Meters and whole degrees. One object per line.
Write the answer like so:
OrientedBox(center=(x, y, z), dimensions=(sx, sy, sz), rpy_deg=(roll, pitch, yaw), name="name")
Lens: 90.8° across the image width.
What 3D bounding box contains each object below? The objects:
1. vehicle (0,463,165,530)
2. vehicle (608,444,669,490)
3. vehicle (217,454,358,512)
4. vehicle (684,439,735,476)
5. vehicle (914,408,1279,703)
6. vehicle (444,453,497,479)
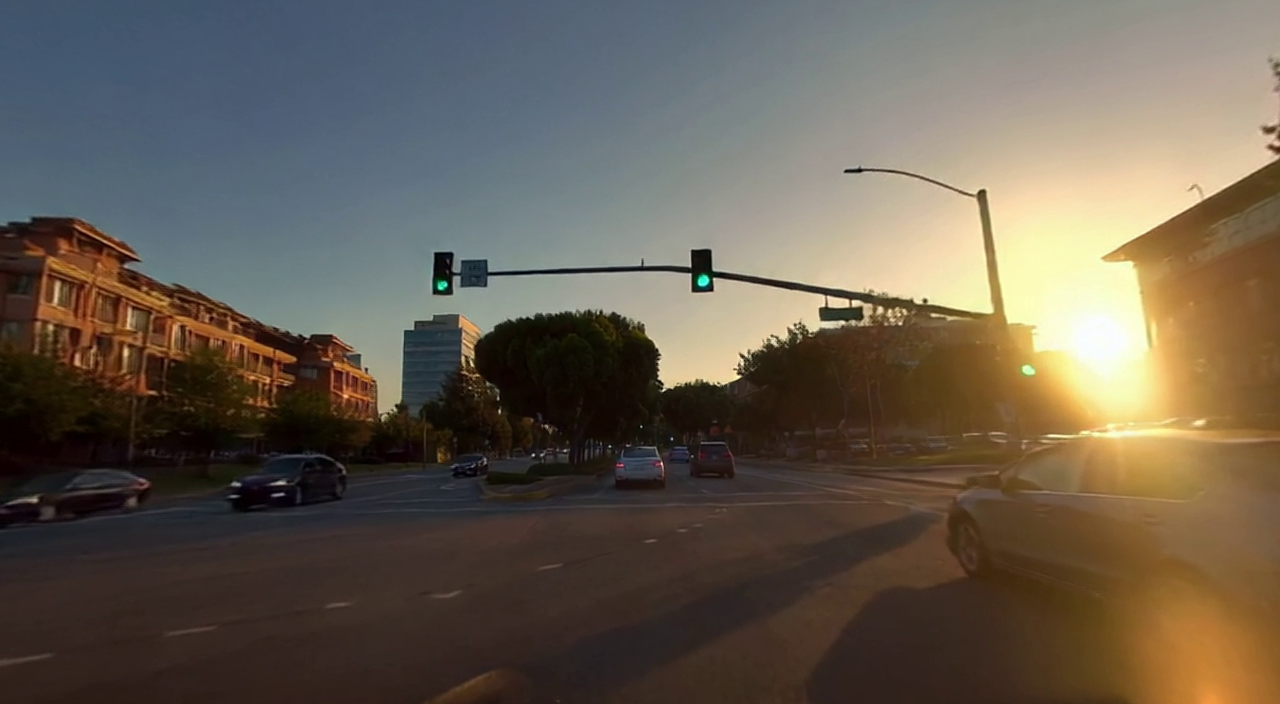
OrientedBox(center=(-17.965, 4.510, 20.230), dimensions=(1.918, 1.738, 4.589), rpy_deg=(0, -8, 0), name="vehicle")
OrientedBox(center=(-0.049, 4.160, 23.216), dimensions=(2.034, 1.500, 3.966), rpy_deg=(0, -8, 0), name="vehicle")
OrientedBox(center=(-10.828, 4.014, 19.840), dimensions=(1.808, 1.512, 4.447), rpy_deg=(0, -8, 1), name="vehicle")
OrientedBox(center=(3.573, 5.532, 33.373), dimensions=(2.107, 1.773, 4.557), rpy_deg=(0, -8, -1), name="vehicle")
OrientedBox(center=(3.888, 1.210, 4.298), dimensions=(2.049, 1.473, 4.425), rpy_deg=(0, -8, 0), name="vehicle")
OrientedBox(center=(-10.852, 7.317, 40.811), dimensions=(2.043, 1.456, 4.627), rpy_deg=(0, -8, 1), name="vehicle")
